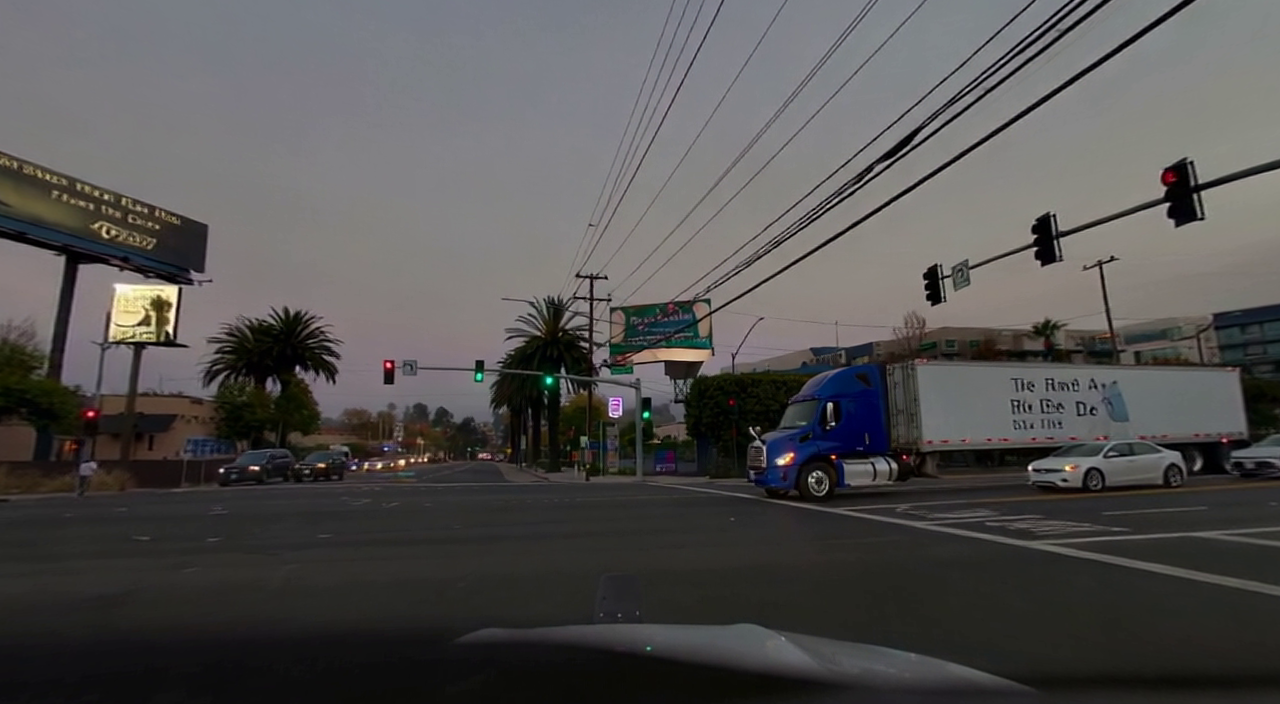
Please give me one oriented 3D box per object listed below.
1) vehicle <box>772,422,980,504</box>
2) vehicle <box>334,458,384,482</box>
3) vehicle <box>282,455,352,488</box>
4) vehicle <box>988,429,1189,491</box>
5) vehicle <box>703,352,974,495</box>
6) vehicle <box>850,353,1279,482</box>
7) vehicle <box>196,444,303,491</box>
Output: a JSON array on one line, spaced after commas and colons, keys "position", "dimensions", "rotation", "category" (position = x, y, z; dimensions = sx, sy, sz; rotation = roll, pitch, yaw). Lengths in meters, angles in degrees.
[{"position": [6.745, 3.198, 18.354], "dimensions": [5.079, 1.893, 2.200], "rotation": [-2, -10, -12], "category": "vehicle"}, {"position": [-20.259, 8.518, 45.880], "dimensions": [1.834, 1.521, 4.970], "rotation": [1, -9, -6], "category": "vehicle"}, {"position": [-19.117, 7.035, 37.712], "dimensions": [2.028, 1.744, 4.876], "rotation": [1, -9, -6], "category": "vehicle"}, {"position": [13.715, 3.301, 19.481], "dimensions": [4.958, 1.510, 1.949], "rotation": [-2, -10, -10], "category": "vehicle"}, {"position": [6.551, 2.465, 21.596], "dimensions": [8.167, 4.352, 3.029], "rotation": [1, -9, -11], "category": "vehicle"}, {"position": [16.504, 2.508, 23.624], "dimensions": [17.071, 4.151, 2.876], "rotation": [1, -9, -12], "category": "vehicle"}, {"position": [-23.560, 6.957, 38.657], "dimensions": [2.989, 2.573, 6.053], "rotation": [0, -9, -5], "category": "vehicle"}]
